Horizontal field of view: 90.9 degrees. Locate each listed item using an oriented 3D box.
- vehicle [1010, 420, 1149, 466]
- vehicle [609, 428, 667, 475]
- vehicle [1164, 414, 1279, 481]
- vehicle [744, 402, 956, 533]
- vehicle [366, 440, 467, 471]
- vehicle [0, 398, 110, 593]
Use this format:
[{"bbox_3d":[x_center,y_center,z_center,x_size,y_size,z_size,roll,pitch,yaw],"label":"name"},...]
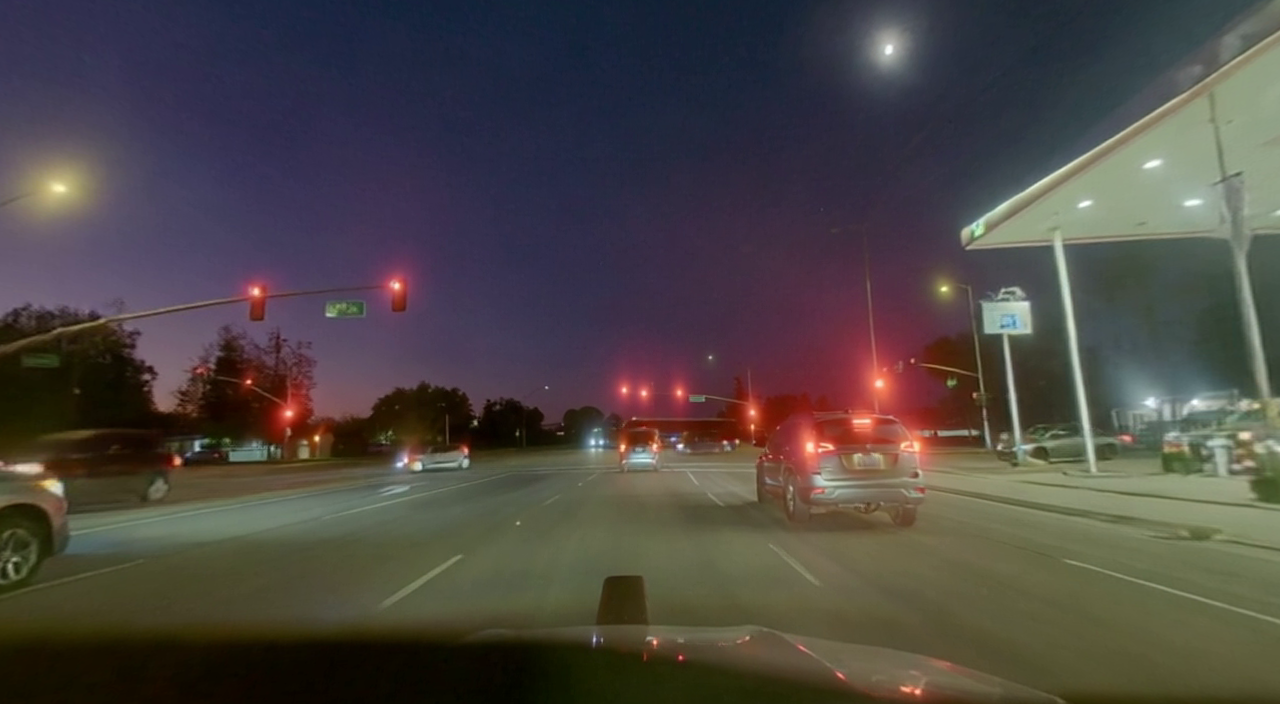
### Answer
[{"bbox_3d":[16.797,3.489,24.233,3.848,1.674,1.887,0,-8,2],"label":"vehicle"},{"bbox_3d":[-0.030,3.893,24.801,2.067,1.702,3.987,0,-8,1],"label":"vehicle"},{"bbox_3d":[15.837,2.373,15.685,3.793,1.549,2.010,0,-8,-2],"label":"vehicle"},{"bbox_3d":[3.234,1.901,10.841,2.083,1.779,4.347,0,-8,-1],"label":"vehicle"},{"bbox_3d":[-11.626,5.410,33.133,1.835,1.485,4.788,-5,-10,32],"label":"vehicle"},{"bbox_3d":[-6.932,1.125,4.466,2.011,1.774,4.866,0,-8,1],"label":"vehicle"}]
